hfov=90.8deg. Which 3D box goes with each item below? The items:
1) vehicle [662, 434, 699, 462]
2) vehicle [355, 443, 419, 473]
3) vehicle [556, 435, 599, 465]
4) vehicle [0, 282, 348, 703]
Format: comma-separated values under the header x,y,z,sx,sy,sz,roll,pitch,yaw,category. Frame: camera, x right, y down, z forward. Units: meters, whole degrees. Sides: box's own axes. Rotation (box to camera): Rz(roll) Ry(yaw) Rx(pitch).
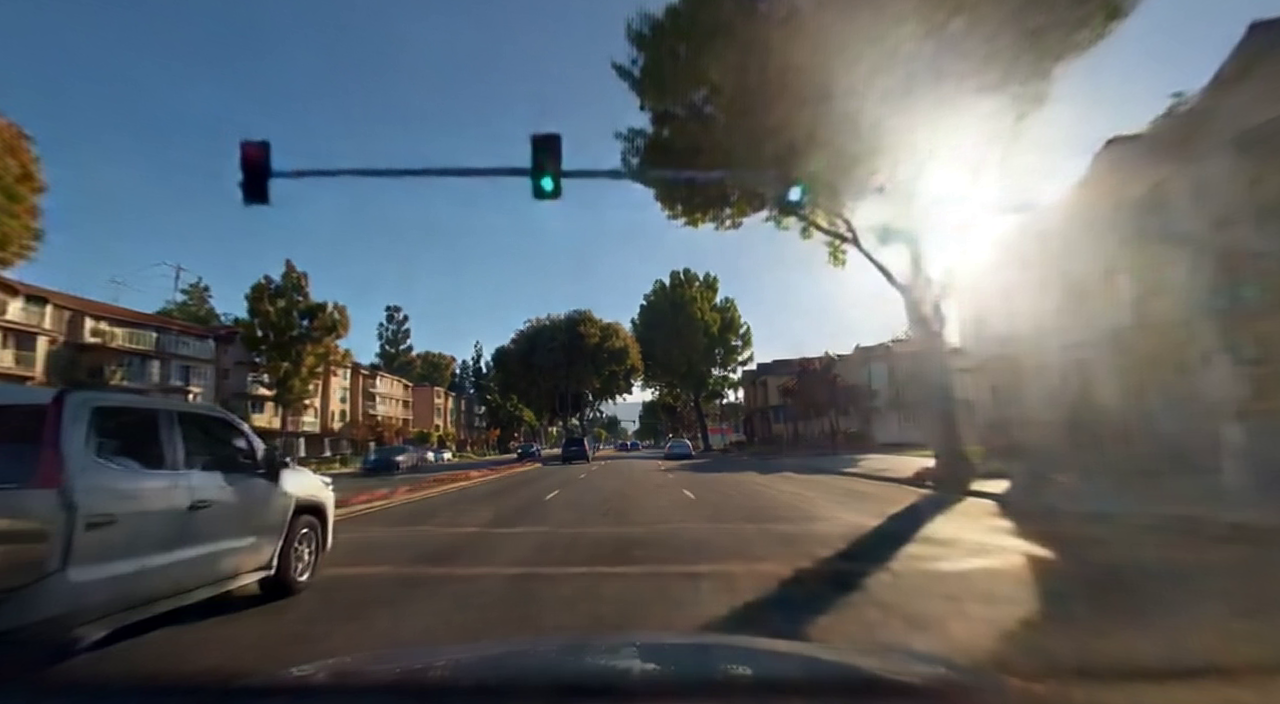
x,y,z,sx,sy,sz,roll,pitch,yaw,category
2.617,6.302,41.492,2.018,1.719,4.369,0,-8,-1,vehicle
-15.509,6.503,39.014,2.031,1.702,4.612,0,-8,0,vehicle
-3.693,5.869,37.939,2.083,1.685,4.069,0,-8,1,vehicle
-3.685,0.767,2.834,2.225,1.984,5.168,0,-8,1,vehicle
